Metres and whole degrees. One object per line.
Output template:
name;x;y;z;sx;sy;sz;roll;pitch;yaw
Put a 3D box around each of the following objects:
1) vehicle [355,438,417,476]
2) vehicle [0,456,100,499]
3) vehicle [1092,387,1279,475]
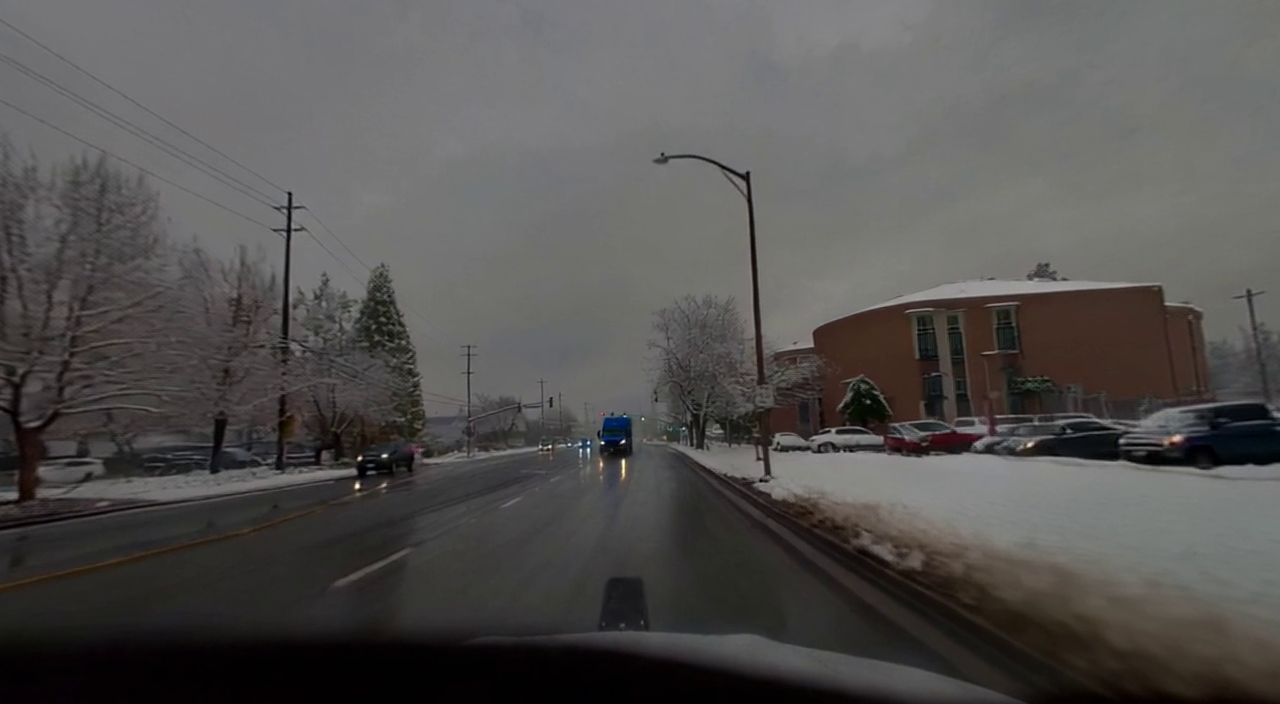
vehicle;-16.697;6.877;41.742;2.380;2.179;5.187;-2;-8;-5
vehicle;-30.477;6.334;32.164;1.967;1.877;4.256;0;-8;0
vehicle;14.473;2.022;15.948;4.437;2.022;2.173;1;-8;-6
